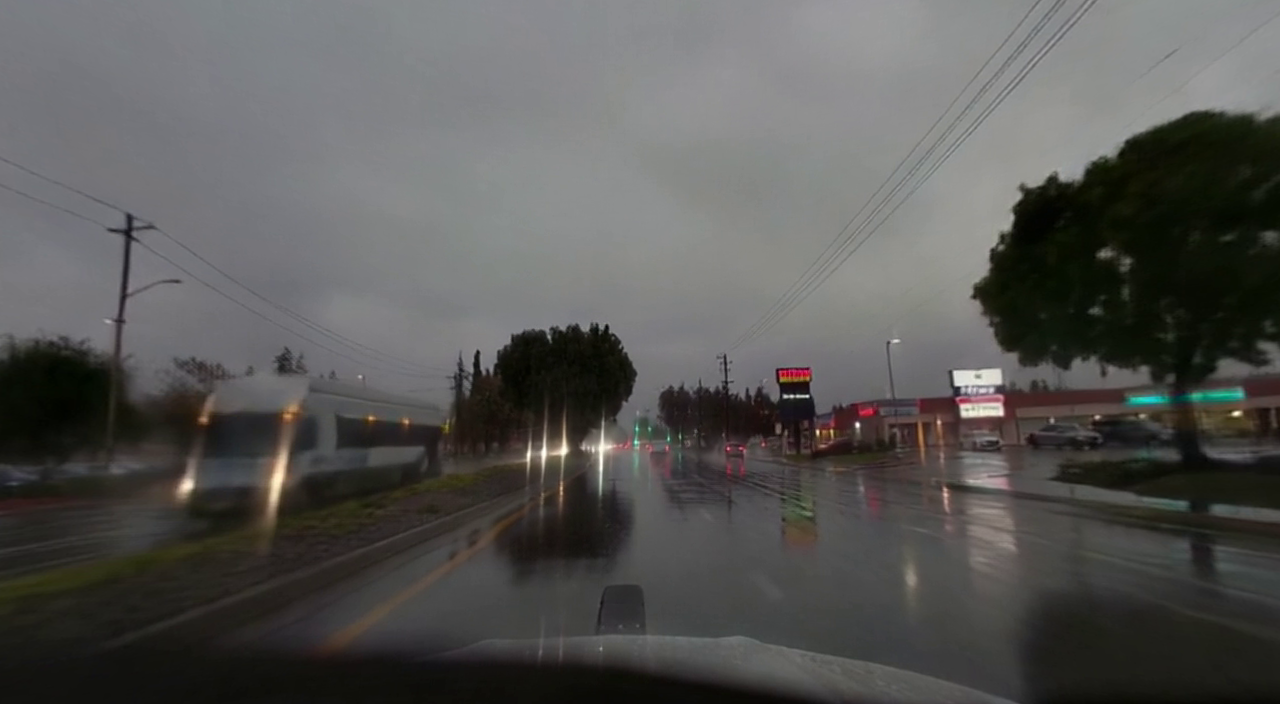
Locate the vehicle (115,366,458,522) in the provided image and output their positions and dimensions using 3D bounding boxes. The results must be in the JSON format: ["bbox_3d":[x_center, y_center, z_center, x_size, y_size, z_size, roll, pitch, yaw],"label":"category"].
[{"bbox_3d":[-8.932,2.774,19.174,3.241,3.133,12.822,0,-8,-1],"label":"vehicle"}]

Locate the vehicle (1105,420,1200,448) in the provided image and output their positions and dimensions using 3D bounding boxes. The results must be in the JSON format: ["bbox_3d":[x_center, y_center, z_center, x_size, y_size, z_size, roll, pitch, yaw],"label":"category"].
[{"bbox_3d":[34.256,5.552,42.439,2.220,1.723,4.883,0,-8,0],"label":"vehicle"}]

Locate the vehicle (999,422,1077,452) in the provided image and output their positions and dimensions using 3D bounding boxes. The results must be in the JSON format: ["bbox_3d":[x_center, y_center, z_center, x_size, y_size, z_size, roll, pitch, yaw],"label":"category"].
[{"bbox_3d":[25.437,5.506,40.582,2.012,1.772,4.458,0,-8,0],"label":"vehicle"}]

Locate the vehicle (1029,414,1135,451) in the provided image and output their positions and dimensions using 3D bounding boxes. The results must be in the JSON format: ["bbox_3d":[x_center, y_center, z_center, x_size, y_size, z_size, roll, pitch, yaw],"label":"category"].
[{"bbox_3d":[28.488,5.280,41.038,2.346,2.093,6.071,-2,-8,-1],"label":"vehicle"}]

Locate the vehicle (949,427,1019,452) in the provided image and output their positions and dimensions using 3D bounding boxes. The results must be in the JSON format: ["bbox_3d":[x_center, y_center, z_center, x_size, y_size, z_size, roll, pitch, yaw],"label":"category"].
[{"bbox_3d":[22.973,5.910,42.380,2.113,1.582,4.559,-1,-9,0],"label":"vehicle"}]
